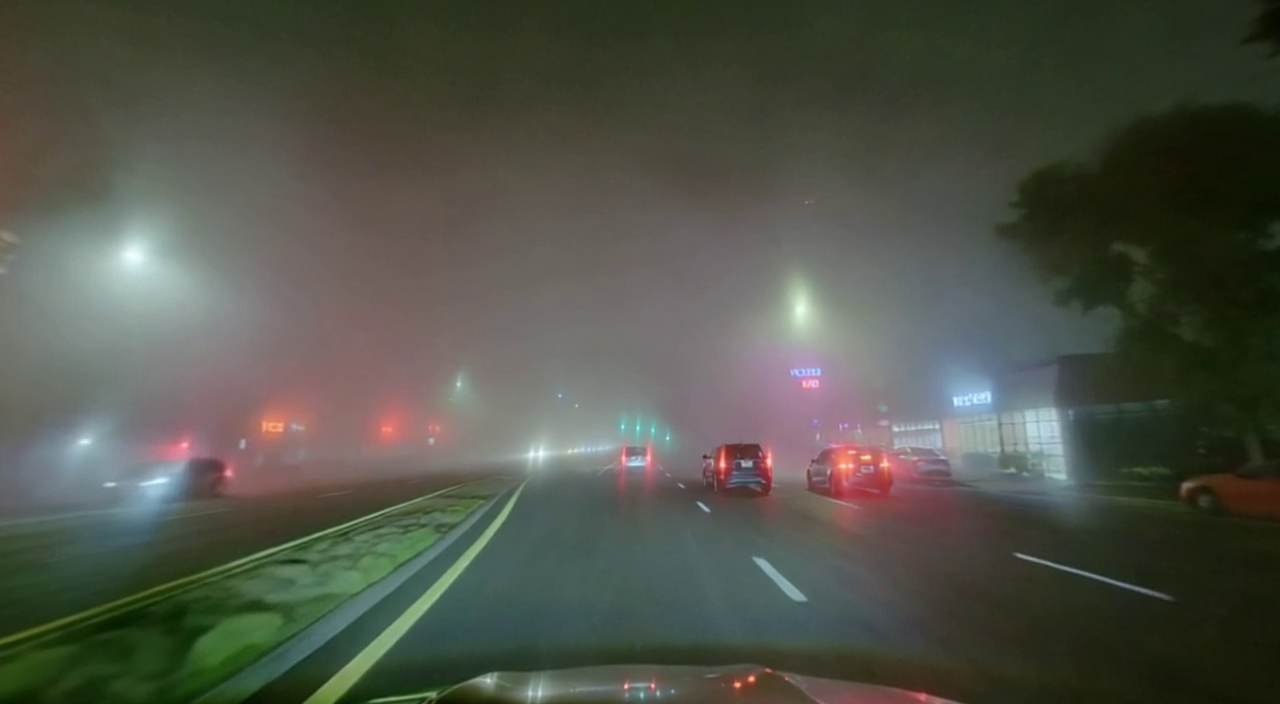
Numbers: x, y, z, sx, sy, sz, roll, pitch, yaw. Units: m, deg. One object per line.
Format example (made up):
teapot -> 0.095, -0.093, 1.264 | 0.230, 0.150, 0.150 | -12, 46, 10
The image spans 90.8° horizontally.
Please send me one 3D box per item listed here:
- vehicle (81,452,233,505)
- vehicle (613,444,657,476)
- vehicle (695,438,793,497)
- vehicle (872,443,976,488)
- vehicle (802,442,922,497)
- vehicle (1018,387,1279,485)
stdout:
vehicle -> -15.375, 4.008, 20.391 | 1.878, 1.481, 3.663 | -1, -8, 3
vehicle -> -0.258, 5.350, 31.609 | 2.052, 1.461, 4.324 | 0, -8, -1
vehicle -> 2.949, 3.391, 19.022 | 2.072, 1.545, 4.578 | 0, -8, -1
vehicle -> 10.595, 4.237, 23.905 | 2.000, 1.514, 3.811 | 0, -8, -3
vehicle -> 6.554, 3.495, 19.274 | 1.952, 1.449, 4.544 | 0, -8, -1
vehicle -> 17.546, 2.892, 21.739 | 7.127, 3.093, 2.760 | 0, -8, 0
